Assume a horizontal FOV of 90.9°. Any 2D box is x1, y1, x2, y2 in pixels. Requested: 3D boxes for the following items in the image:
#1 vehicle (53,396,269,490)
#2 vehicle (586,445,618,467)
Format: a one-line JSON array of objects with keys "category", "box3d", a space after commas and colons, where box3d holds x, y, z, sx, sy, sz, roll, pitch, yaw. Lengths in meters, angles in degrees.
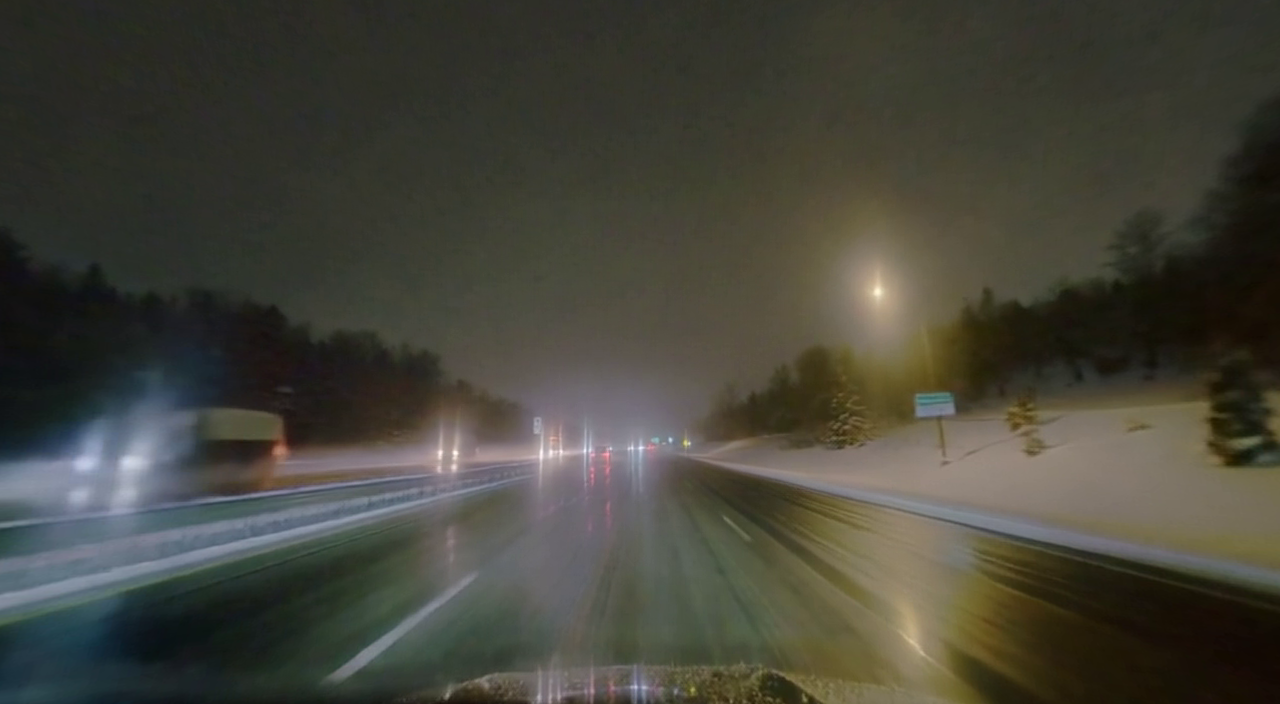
[{"category": "vehicle", "box3d": [-18.162, 3.611, 24.762, 2.576, 3.132, 7.322, 0, -9, 0]}, {"category": "vehicle", "box3d": [-2.679, 7.556, 45.966, 1.991, 1.473, 4.707, 0, -9, 1]}]
